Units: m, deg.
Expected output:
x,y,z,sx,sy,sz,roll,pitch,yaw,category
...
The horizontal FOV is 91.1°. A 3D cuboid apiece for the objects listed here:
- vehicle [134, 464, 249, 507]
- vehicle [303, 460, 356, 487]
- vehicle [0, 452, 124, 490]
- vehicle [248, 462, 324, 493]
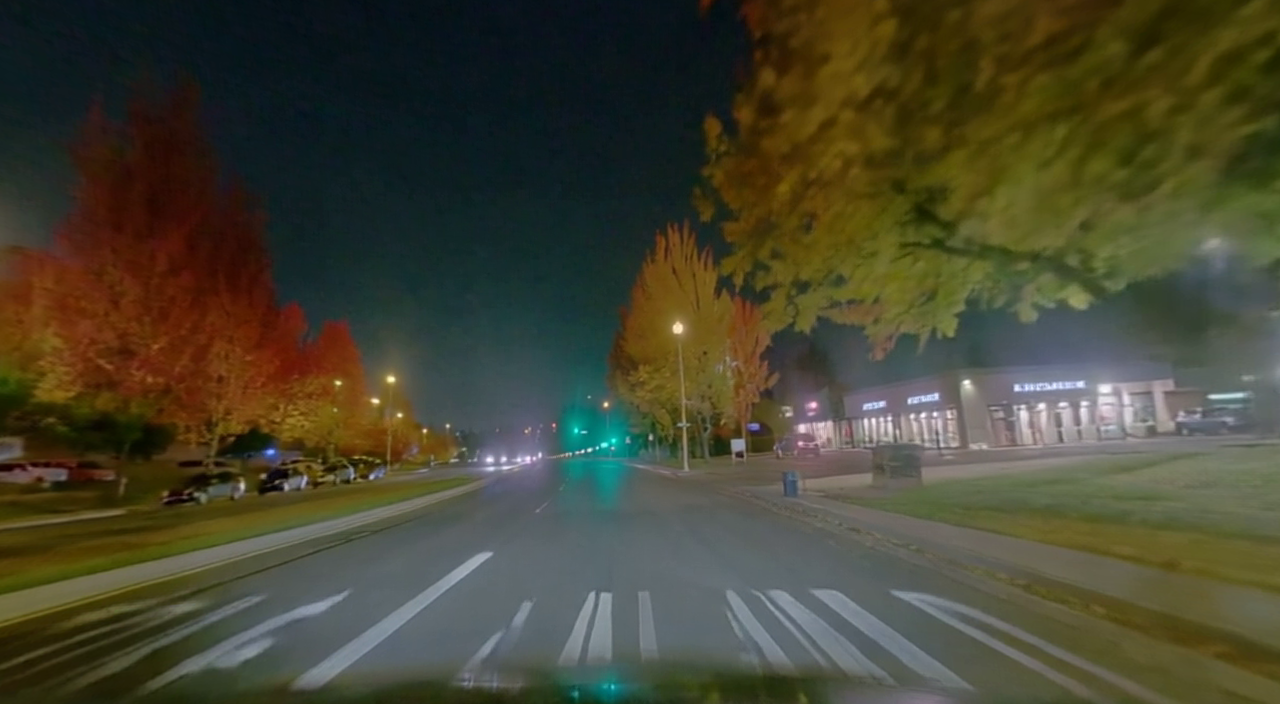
x,y,z,sx,sy,sz,roll,pitch,yaw,category
-19.208,5.692,27.193,1.956,1.550,4.375,1,-9,-4,vehicle
-20.716,8.077,42.073,1.896,1.495,4.108,-4,-9,-6,vehicle
-30.031,5.962,31.697,5.746,1.807,2.140,1,-9,-5,vehicle
-20.035,7.099,35.758,1.887,1.490,4.432,0,-9,-3,vehicle
